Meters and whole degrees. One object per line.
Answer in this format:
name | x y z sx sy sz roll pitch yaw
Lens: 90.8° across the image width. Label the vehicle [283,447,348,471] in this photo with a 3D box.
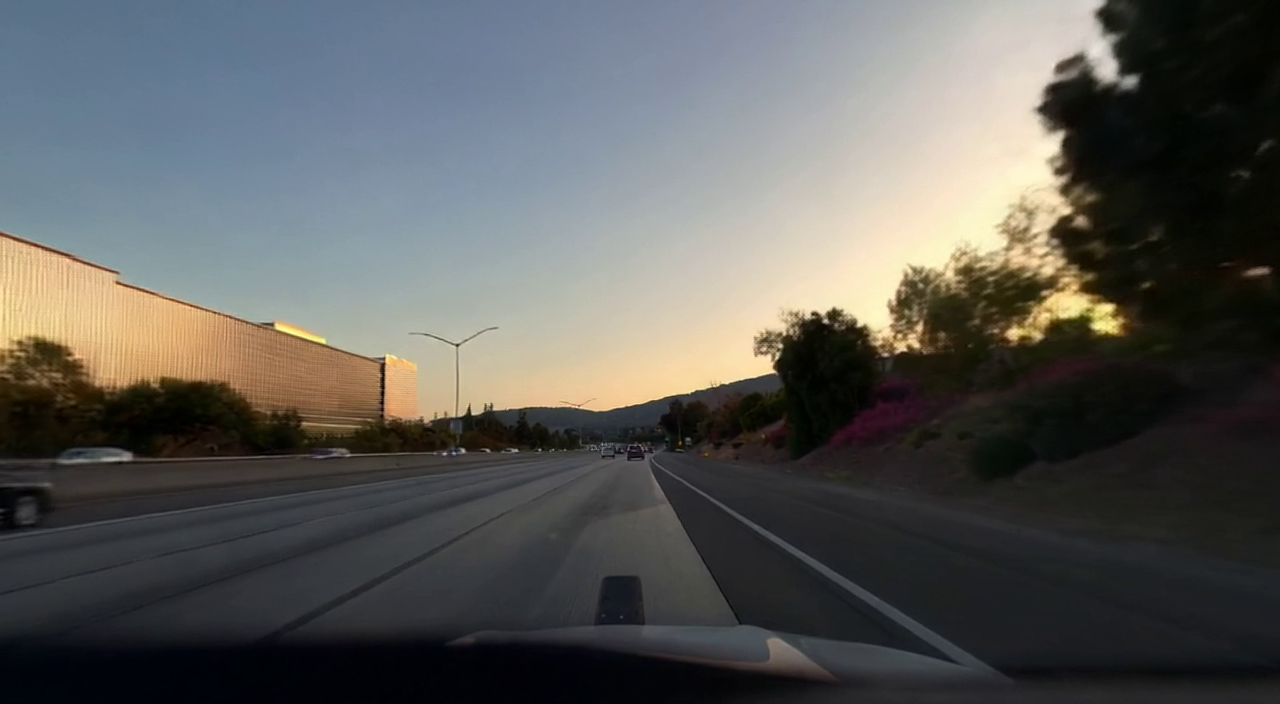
vehicle | -22.448 7.383 43.975 1.911 1.534 4.817 -1 -8 1
